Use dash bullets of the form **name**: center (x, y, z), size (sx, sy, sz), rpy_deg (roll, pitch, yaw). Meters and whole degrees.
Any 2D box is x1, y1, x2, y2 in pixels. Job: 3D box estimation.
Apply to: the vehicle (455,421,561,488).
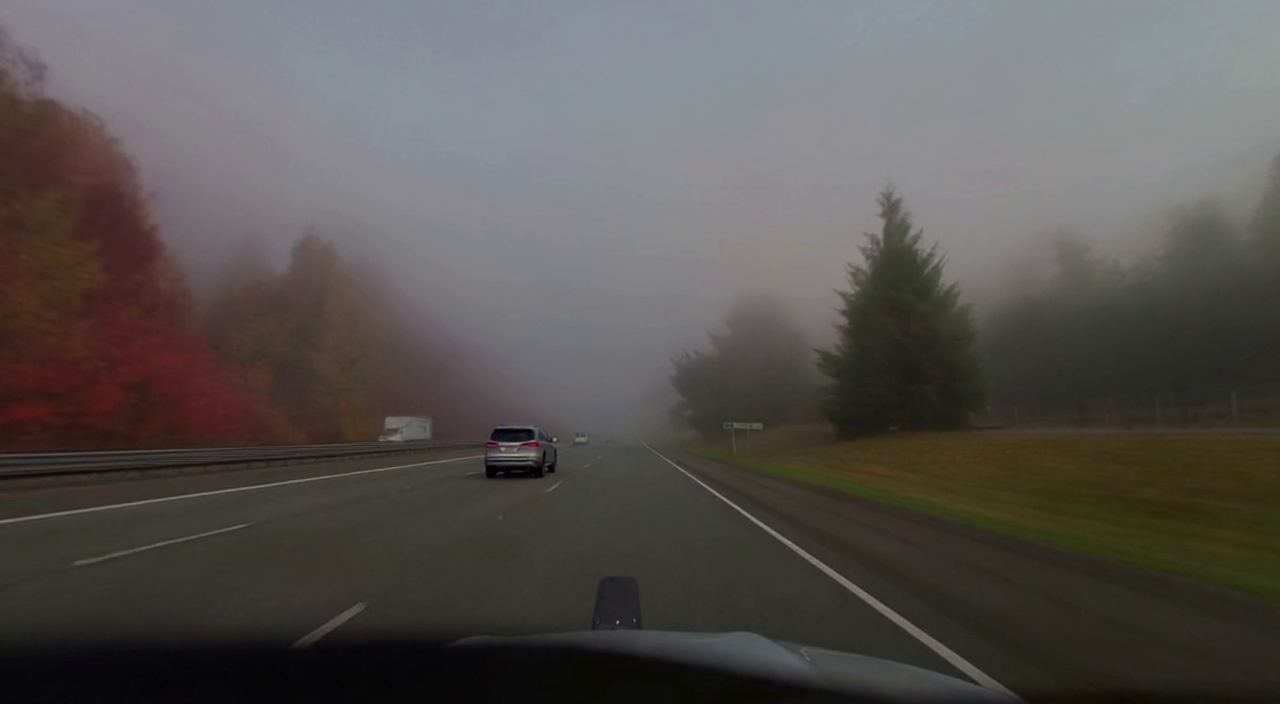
- **vehicle**: center (-3.587, 2.871, 18.043), size (2.057, 1.666, 4.552), rpy_deg (0, -8, 0)
